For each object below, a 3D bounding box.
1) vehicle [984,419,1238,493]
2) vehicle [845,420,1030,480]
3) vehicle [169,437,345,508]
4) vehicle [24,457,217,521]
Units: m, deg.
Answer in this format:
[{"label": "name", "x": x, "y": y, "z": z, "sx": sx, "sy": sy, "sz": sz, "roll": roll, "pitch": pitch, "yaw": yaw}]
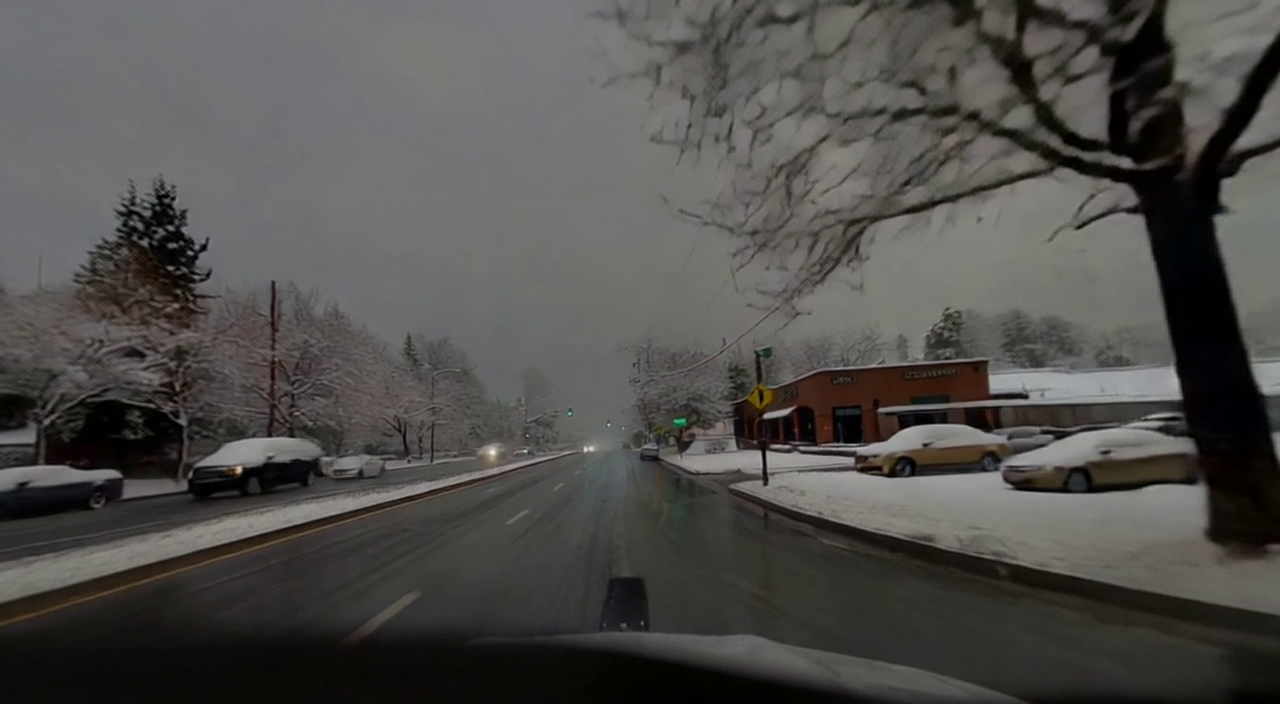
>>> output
[{"label": "vehicle", "x": 10.139, "y": 2.254, "z": 13.757, "sx": 4.257, "sy": 1.474, "sz": 1.751, "roll": 1, "pitch": -9, "yaw": -6}, {"label": "vehicle", "x": 9.282, "y": 3.077, "z": 19.923, "sx": 4.843, "sy": 1.748, "sz": 1.985, "roll": 1, "pitch": -9, "yaw": -5}, {"label": "vehicle", "x": -12.253, "y": 3.854, "z": 20.861, "sx": 2.228, "sy": 1.976, "sz": 5.857, "roll": 0, "pitch": -8, "yaw": -1}, {"label": "vehicle", "x": -15.575, "y": 4.088, "z": 19.345, "sx": 2.093, "sy": 1.474, "sz": 4.638, "roll": -3, "pitch": -8, "yaw": -2}]
